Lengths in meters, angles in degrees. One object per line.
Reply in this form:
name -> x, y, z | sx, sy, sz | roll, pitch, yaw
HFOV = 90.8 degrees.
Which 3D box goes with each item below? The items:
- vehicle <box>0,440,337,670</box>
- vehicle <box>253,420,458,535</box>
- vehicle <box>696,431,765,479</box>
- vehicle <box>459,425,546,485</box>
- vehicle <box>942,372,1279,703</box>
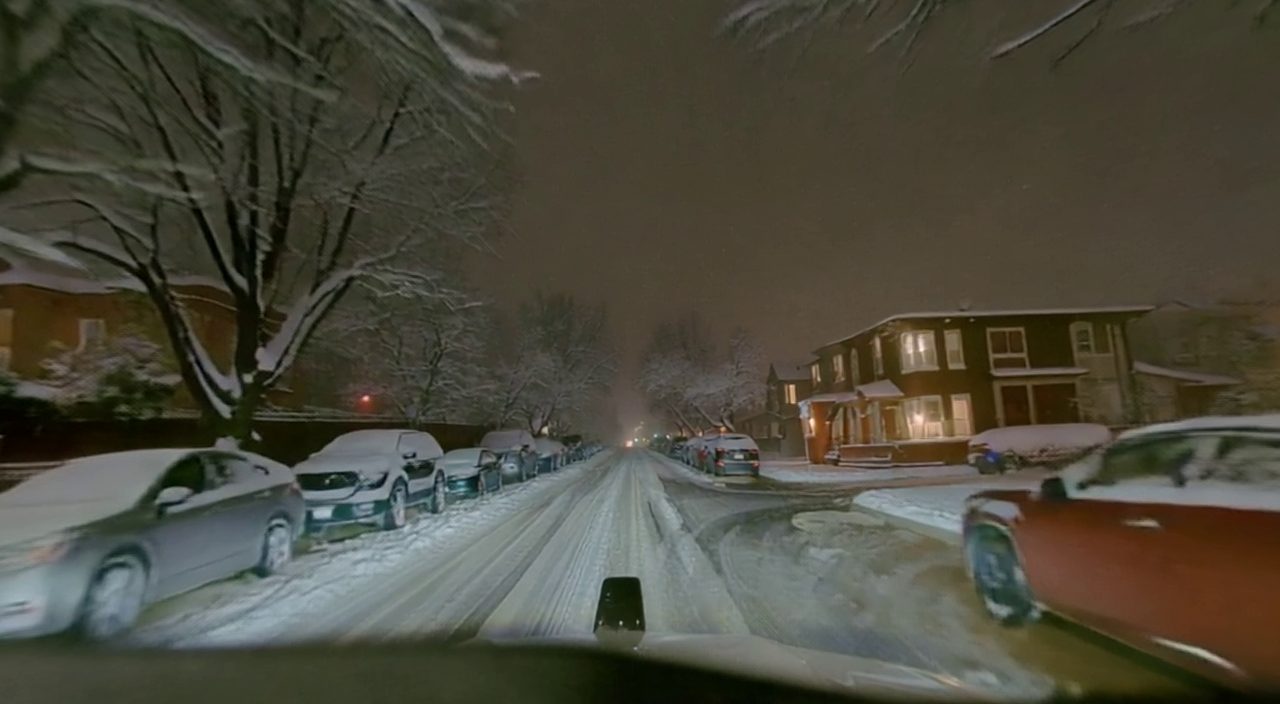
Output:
vehicle -> -4.951, 1.650, 6.360 | 1.901, 1.486, 4.422 | 1, -8, -5
vehicle -> -5.305, 2.380, 12.687 | 2.042, 1.850, 4.758 | 0, -8, -2
vehicle -> 3.511, 4.102, 25.421 | 1.994, 1.710, 4.699 | 0, -8, -1
vehicle -> -5.304, 4.054, 25.234 | 2.390, 2.123, 5.371 | 0, -8, -1
vehicle -> 3.784, 1.004, 3.327 | 1.989, 1.652, 4.662 | 0, -8, -1
